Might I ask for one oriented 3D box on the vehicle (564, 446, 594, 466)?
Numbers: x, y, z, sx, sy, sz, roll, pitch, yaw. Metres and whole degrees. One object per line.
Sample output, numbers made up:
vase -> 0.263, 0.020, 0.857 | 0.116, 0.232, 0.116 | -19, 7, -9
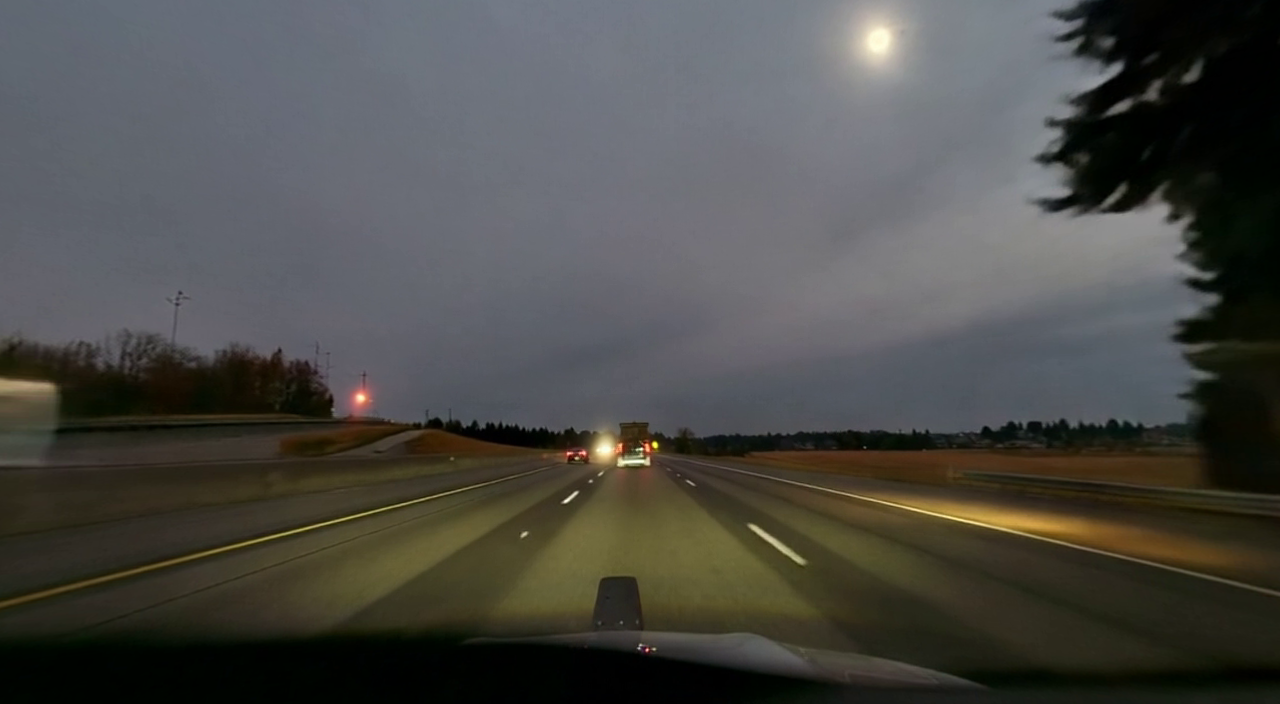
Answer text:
vehicle -> -4.649, 7.965, 48.557 | 1.991, 1.484, 4.110 | 0, -9, -1

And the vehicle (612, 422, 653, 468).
vehicle -> -0.610, 6.701, 45.479 | 2.672, 3.056, 6.900 | 0, -9, -2
